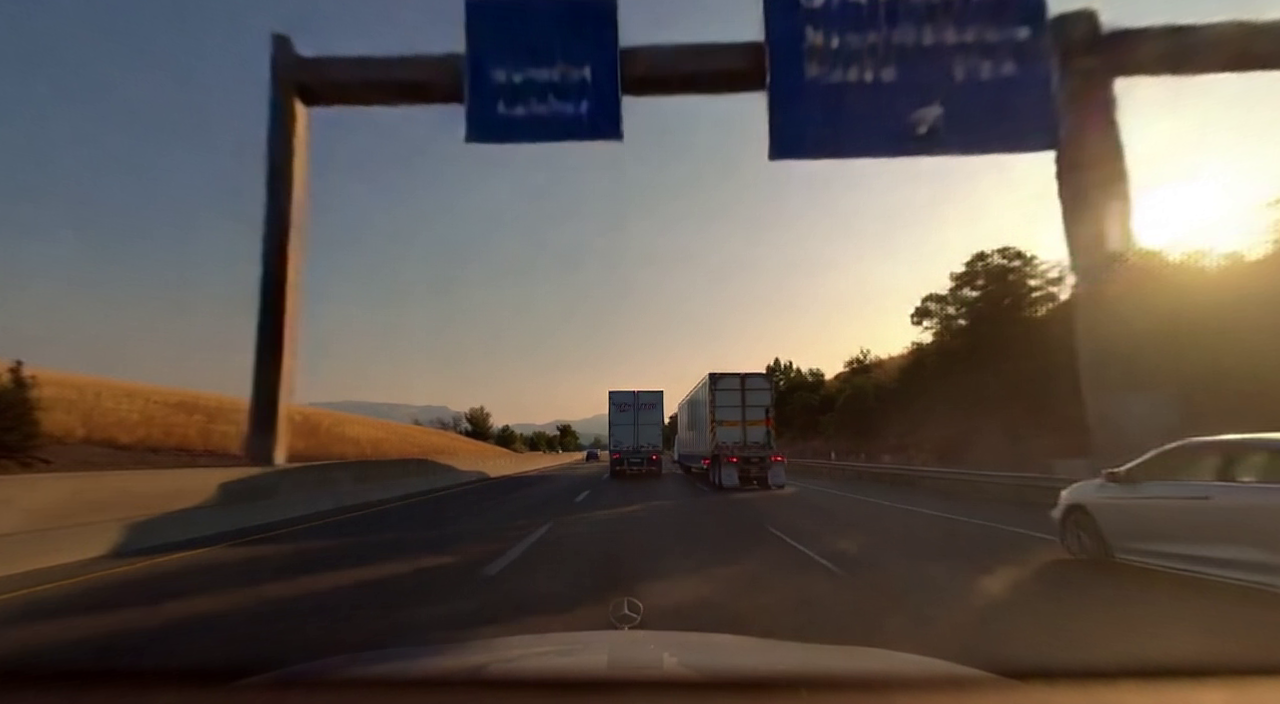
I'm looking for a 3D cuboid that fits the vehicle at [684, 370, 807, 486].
[{"bbox_3d":[4.277,3.810,29.872,3.044,4.128,14.482,0,-9,-1],"label":"vehicle"}]

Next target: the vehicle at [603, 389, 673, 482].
[{"bbox_3d":[-0.095,4.153,30.855,2.864,3.805,9.709,0,-9,0],"label":"vehicle"}]

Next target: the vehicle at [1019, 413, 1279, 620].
[{"bbox_3d":[5.877,1.381,5.726,2.086,1.530,4.808,-1,-9,3],"label":"vehicle"}]
